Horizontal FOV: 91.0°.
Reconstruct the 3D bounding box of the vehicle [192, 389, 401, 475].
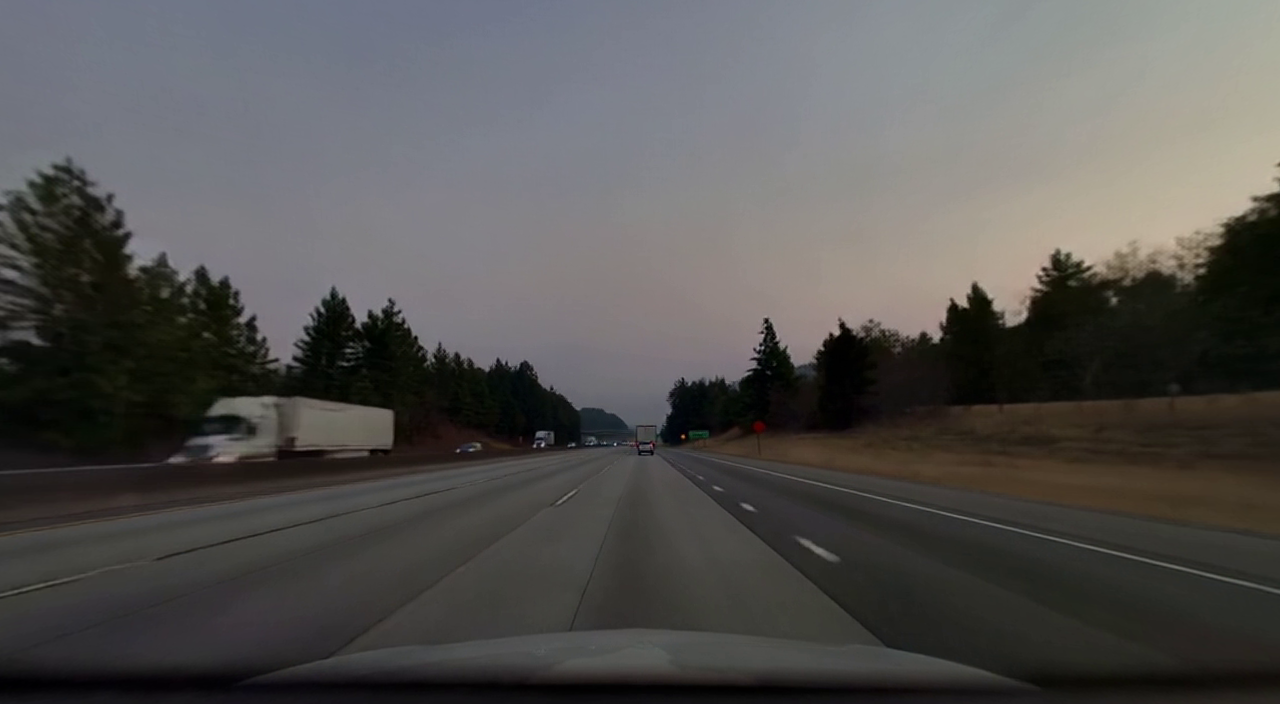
[{"bbox_3d":[-18.168,4.661,35.818,2.868,3.769,16.534,0,-8,-1],"label":"vehicle"}]
